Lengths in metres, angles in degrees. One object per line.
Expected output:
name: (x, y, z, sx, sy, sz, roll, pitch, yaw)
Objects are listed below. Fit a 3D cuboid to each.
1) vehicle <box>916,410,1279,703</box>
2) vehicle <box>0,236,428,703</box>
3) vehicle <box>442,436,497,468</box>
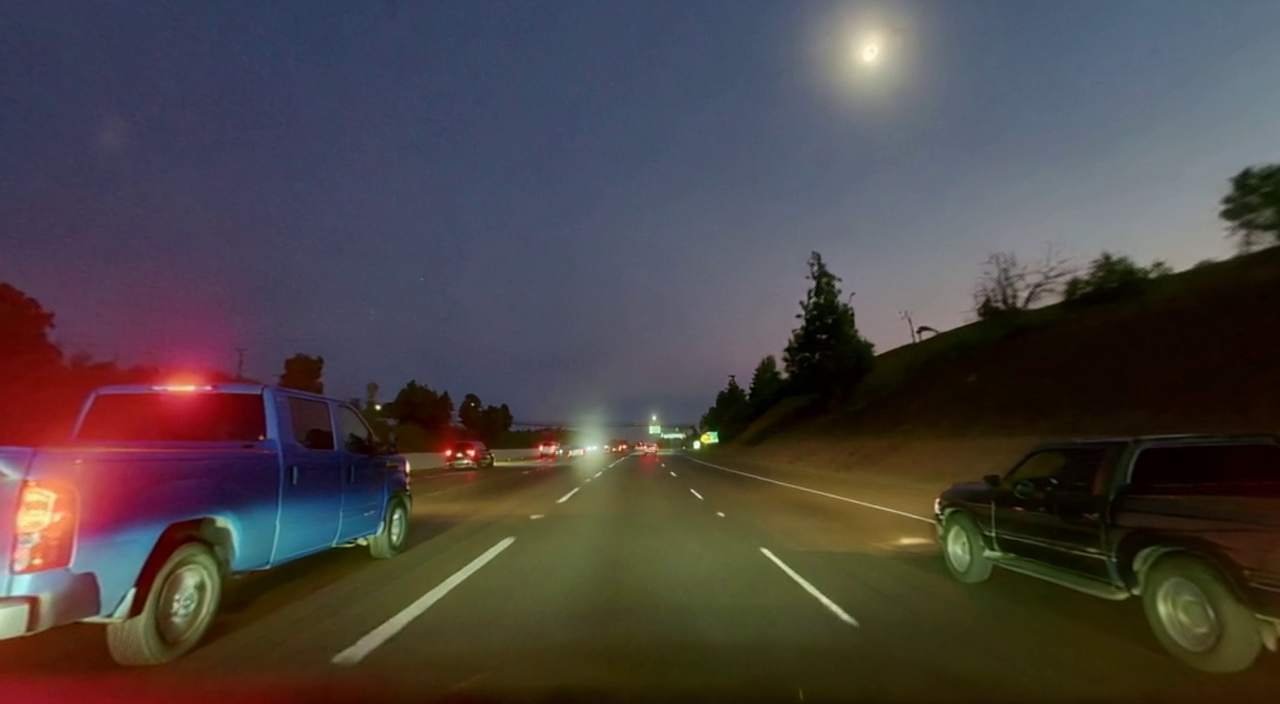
vehicle: (3.906, 1.220, 4.098, 2.047, 1.524, 4.619, 0, -9, -1)
vehicle: (-3.600, 0.859, 3.816, 2.483, 2.100, 6.208, 0, -9, 0)
vehicle: (-10.790, 6.359, 40.343, 2.012, 1.875, 4.895, 0, -9, 1)
